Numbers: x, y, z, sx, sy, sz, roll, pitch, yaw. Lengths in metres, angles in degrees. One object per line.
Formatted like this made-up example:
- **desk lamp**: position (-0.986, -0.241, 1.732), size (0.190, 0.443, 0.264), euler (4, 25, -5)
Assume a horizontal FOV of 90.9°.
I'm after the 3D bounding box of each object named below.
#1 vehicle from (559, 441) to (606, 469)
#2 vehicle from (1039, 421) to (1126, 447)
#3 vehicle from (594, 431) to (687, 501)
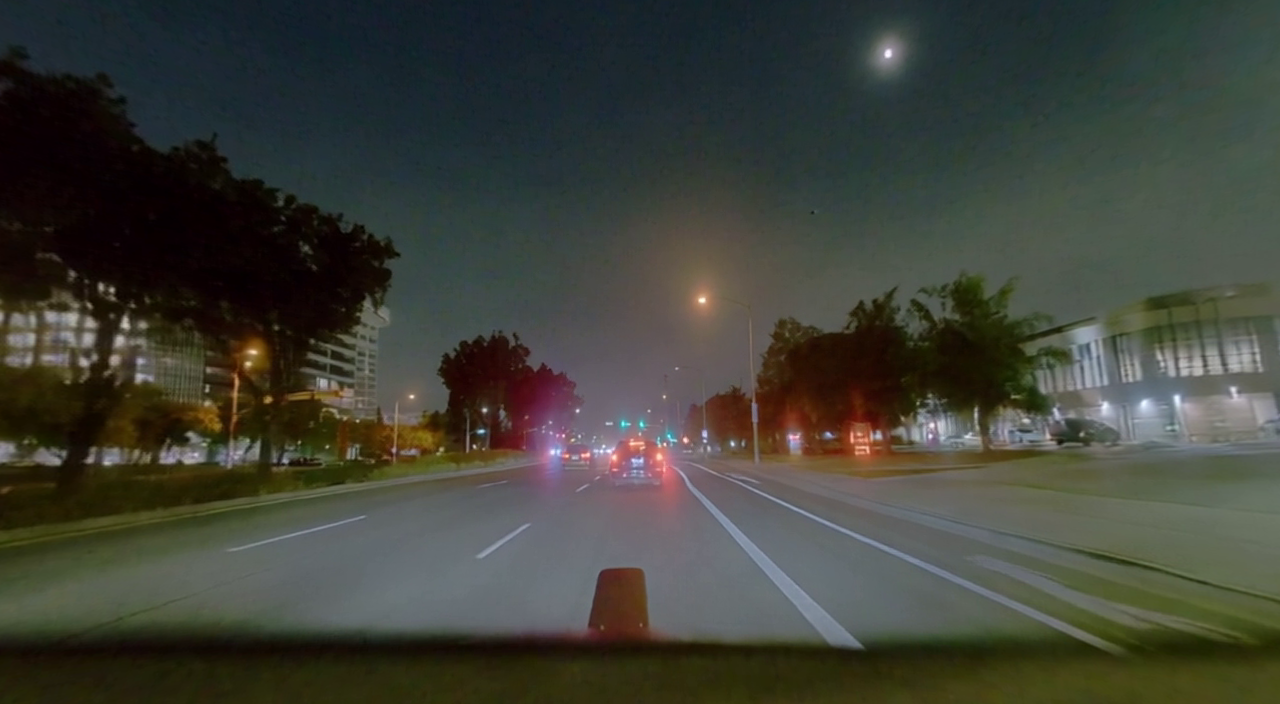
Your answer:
- **vehicle**: position (-3.169, 5.813, 35.705), size (1.942, 1.462, 4.905), euler (-1, -8, 3)
- **vehicle**: position (31.901, 5.969, 45.694), size (4.903, 1.767, 2.105), euler (-5, -10, 31)
- **vehicle**: position (0.027, 3.028, 17.192), size (2.199, 1.652, 4.101), euler (0, -8, 1)
